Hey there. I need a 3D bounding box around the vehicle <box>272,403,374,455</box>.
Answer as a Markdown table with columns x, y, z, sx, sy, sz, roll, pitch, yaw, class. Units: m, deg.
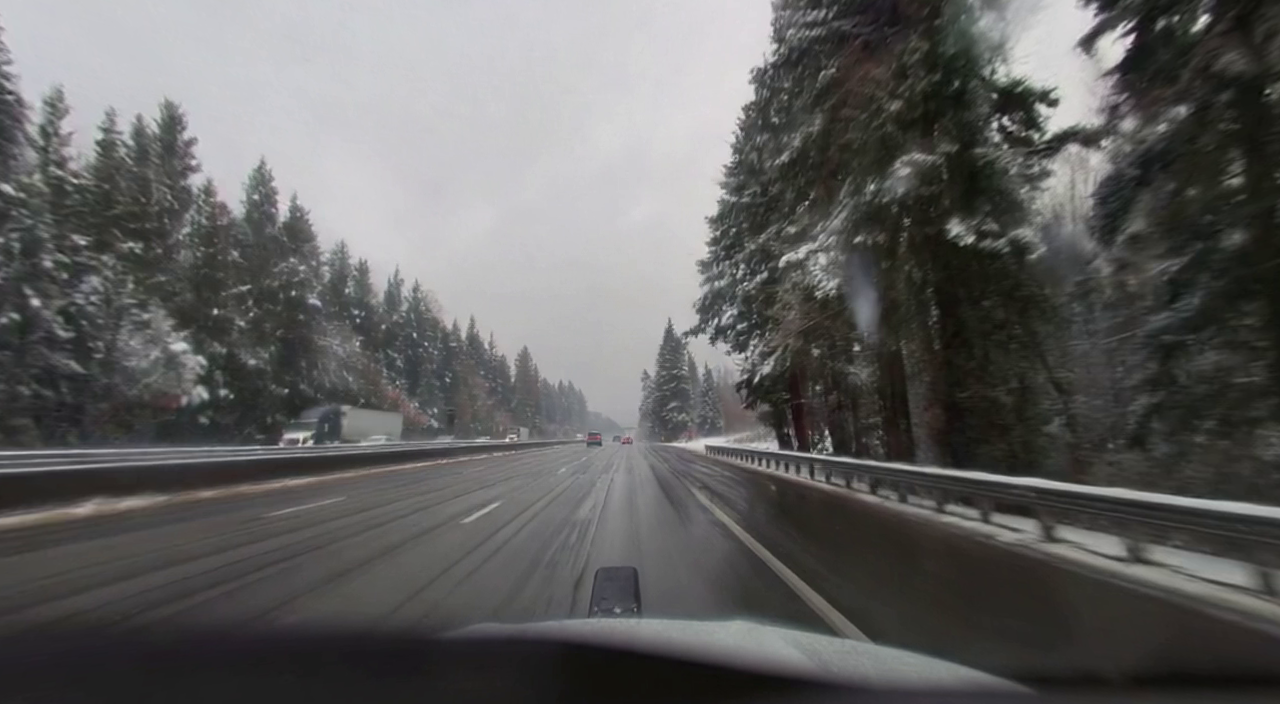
| x | y | z | sx | sy | sz | roll | pitch | yaw | class |
| --- | --- | --- | --- | --- | --- | --- | --- | --- | --- |
| -24.538 | 6.117 | 49.515 | 2.975 | 3.670 | 9.888 | 0 | -8 | -1 | vehicle |
